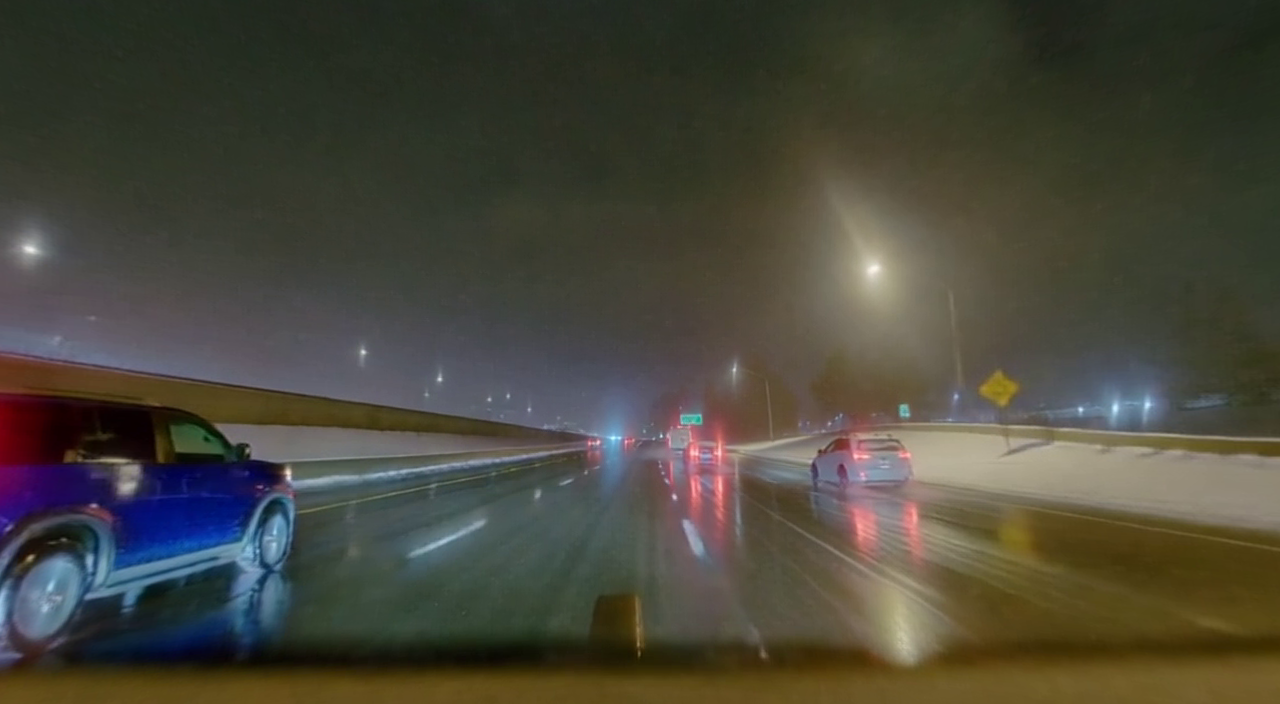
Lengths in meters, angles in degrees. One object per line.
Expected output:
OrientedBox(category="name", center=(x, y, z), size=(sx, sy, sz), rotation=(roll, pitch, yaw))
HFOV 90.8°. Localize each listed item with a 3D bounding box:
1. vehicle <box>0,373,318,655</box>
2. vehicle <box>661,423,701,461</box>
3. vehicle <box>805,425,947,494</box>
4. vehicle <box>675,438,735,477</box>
OrientedBox(category="vehicle", center=(-4.757, 1.168, 5.141), size=(2.000, 1.646, 4.201), rotation=(0, -8, 1))
OrientedBox(category="vehicle", center=(3.038, 6.920, 48.638), size=(2.629, 2.718, 6.740), rotation=(0, -8, 0))
OrientedBox(category="vehicle", center=(6.561, 3.051, 18.316), size=(2.184, 1.712, 4.856), rotation=(0, -8, 0))
OrientedBox(category="vehicle", center=(2.750, 4.613, 27.921), size=(2.108, 1.509, 5.059), rotation=(0, -8, 0))
